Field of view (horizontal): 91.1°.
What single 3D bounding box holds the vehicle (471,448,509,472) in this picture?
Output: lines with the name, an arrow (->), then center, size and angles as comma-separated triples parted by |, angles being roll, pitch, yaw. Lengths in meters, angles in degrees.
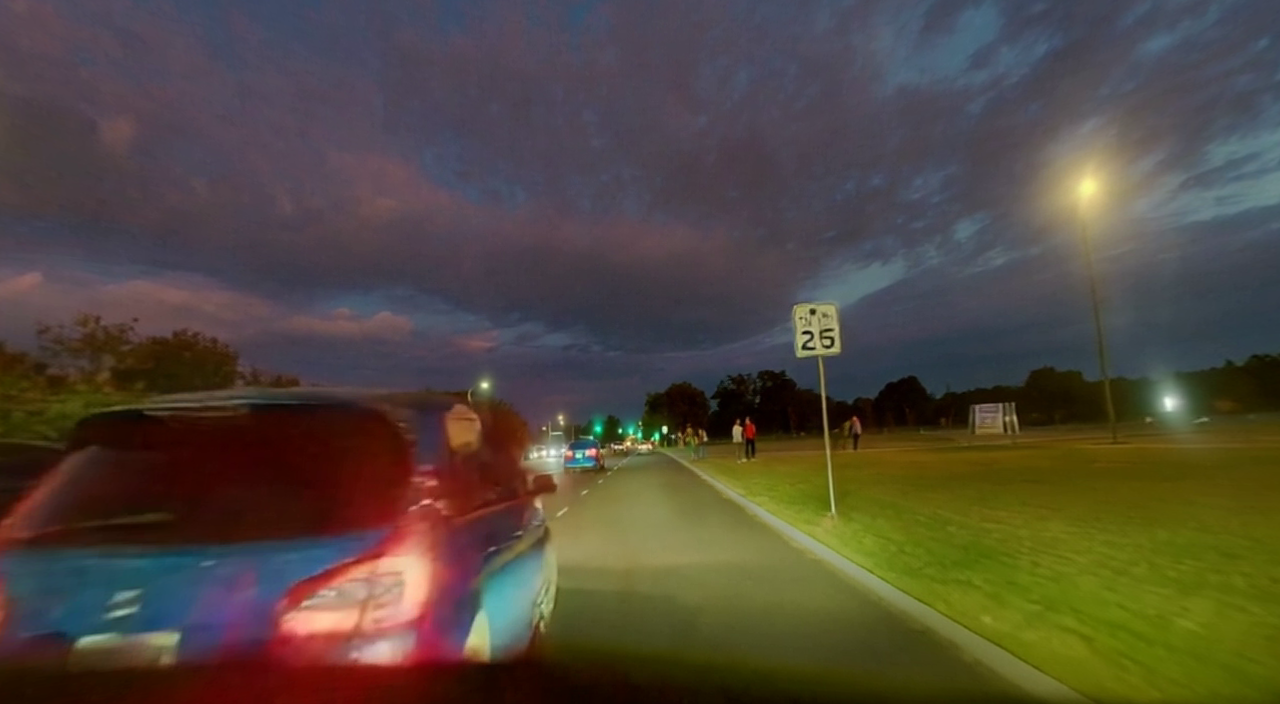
vehicle -> -11.662, 8.401, 49.067 | 1.910, 1.462, 4.581 | -4, -7, -1

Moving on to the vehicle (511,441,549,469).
vehicle -> -8.543, 8.036, 49.168 | 2.019, 1.907, 4.697 | -4, -8, 1

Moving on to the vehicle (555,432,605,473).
vehicle -> -2.832, 4.859, 30.554 | 1.908, 1.809, 4.230 | -1, -8, 1

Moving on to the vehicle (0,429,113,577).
vehicle -> -8.888, 1.724, 6.603 | 2.060, 1.785, 5.303 | -2, -8, 1

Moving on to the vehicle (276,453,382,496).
vehicle -> -12.181, 4.800, 24.995 | 1.887, 1.469, 4.691 | -1, -9, -1

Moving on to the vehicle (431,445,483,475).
vehicle -> -11.699, 6.944, 40.577 | 1.904, 1.728, 4.997 | 1, -8, -1
